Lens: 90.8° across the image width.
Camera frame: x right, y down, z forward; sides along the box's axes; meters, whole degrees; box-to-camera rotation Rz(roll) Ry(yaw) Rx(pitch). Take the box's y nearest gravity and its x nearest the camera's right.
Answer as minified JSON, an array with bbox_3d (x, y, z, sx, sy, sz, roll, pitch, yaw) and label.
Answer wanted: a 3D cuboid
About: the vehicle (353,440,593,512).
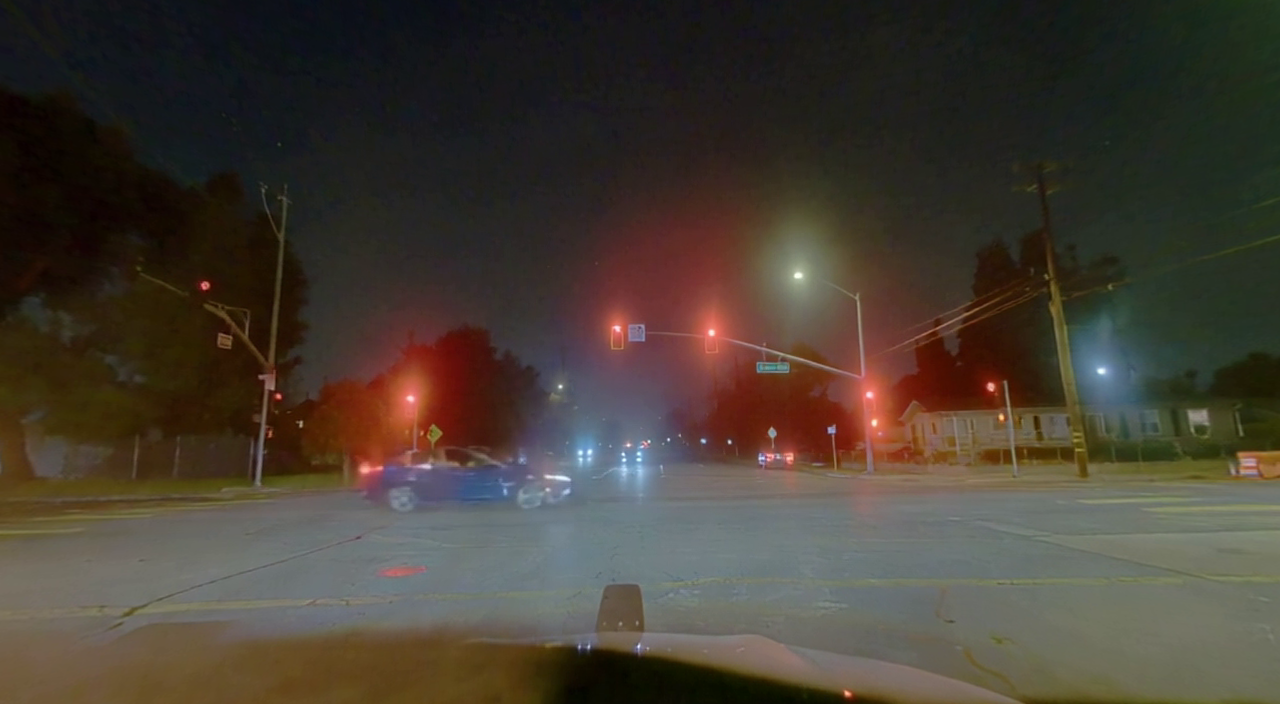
[{"bbox_3d":[-3.575,2.758,14.325,4.860,1.483,2.077,0,-8,0],"label":"vehicle"}]

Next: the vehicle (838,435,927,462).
[{"bbox_3d":[15.394,6.179,40.323,4.892,1.656,1.856,0,-8,0],"label":"vehicle"}]
